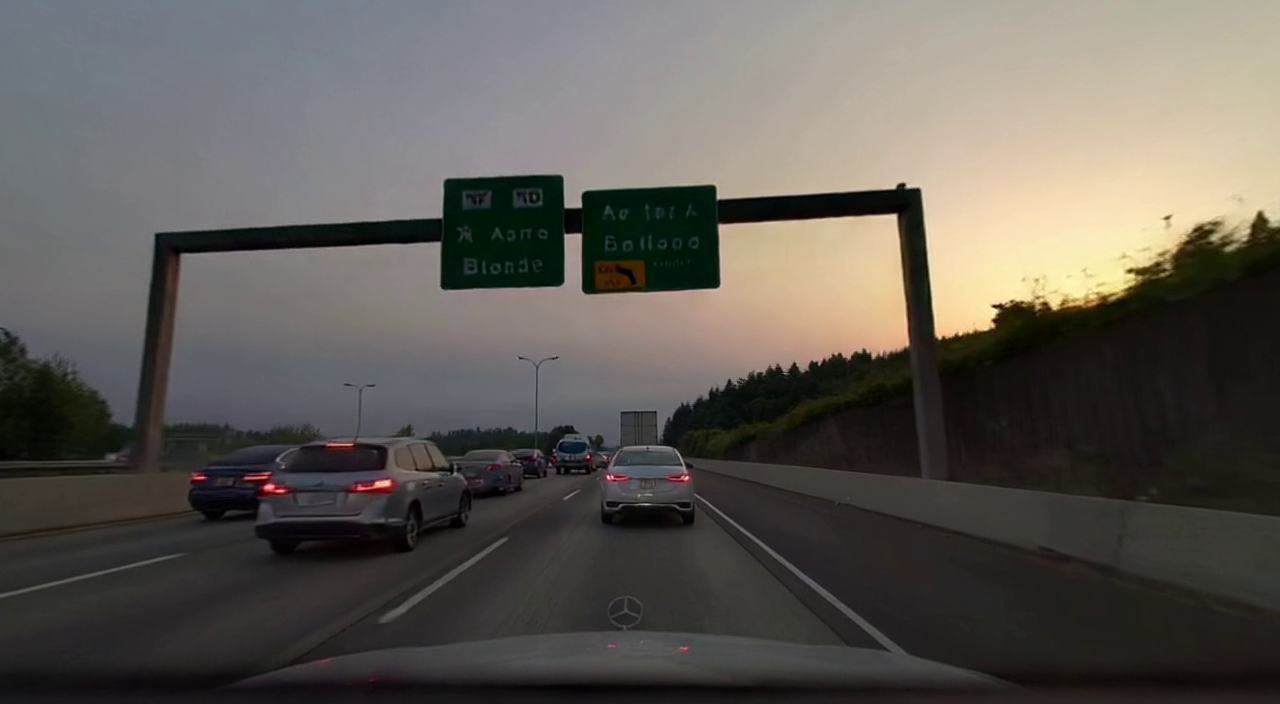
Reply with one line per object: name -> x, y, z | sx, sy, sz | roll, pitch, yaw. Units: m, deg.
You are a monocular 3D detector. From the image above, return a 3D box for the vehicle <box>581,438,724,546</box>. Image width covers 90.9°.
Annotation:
vehicle -> 0.165, 2.231, 10.562 | 1.995, 1.495, 3.380 | 0, -9, 0

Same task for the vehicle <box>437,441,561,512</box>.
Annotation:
vehicle -> -3.286, 3.007, 15.653 | 1.980, 1.491, 4.340 | 0, -9, 1

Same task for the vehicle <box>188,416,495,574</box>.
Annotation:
vehicle -> -3.635, 1.844, 8.830 | 2.165, 1.638, 4.317 | 0, -9, 0
